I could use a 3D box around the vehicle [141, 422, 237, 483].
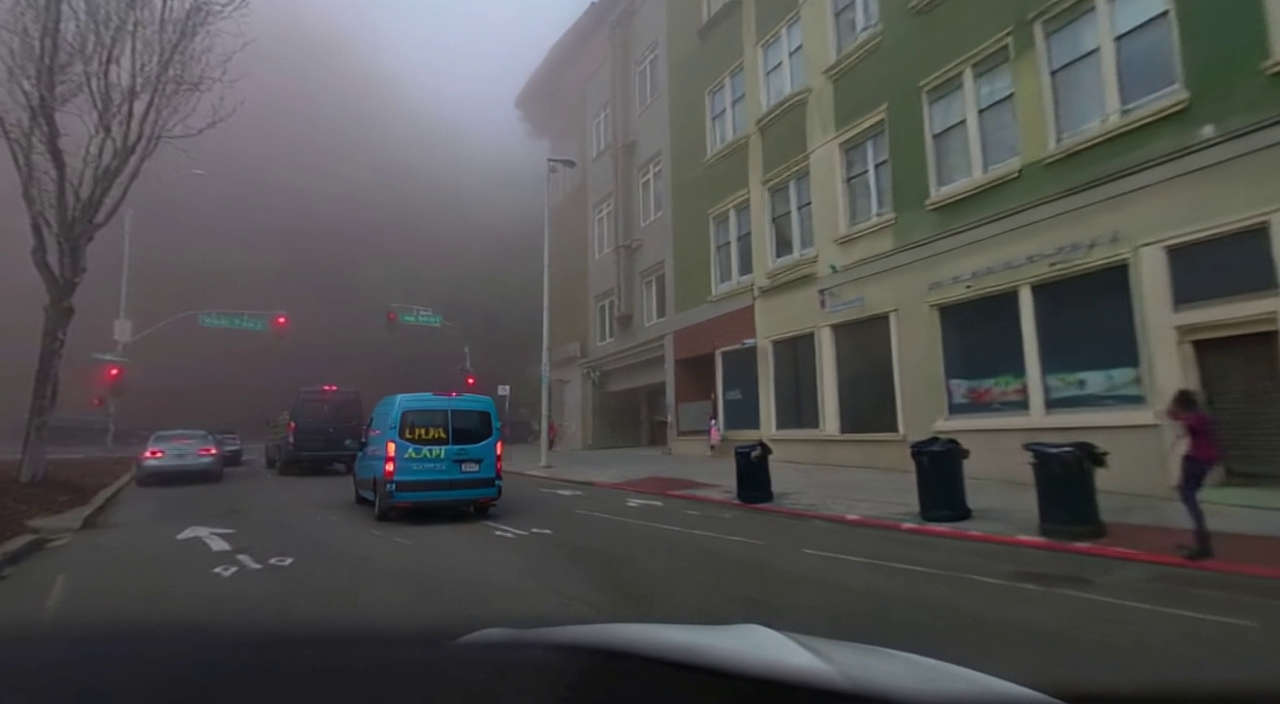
[{"bbox_3d":[-12.155,2.661,17.050,1.841,1.461,3.426,5,-9,-34],"label":"vehicle"}]

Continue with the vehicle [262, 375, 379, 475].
[{"bbox_3d":[-10.490,2.405,20.359,2.333,2.703,6.504,5,-9,-34],"label":"vehicle"}]

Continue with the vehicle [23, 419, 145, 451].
[{"bbox_3d":[-26.291,3.945,29.904,1.657,1.400,3.951,-5,-9,33],"label":"vehicle"}]

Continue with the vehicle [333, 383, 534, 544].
[{"bbox_3d":[-3.422,1.624,9.862,1.951,1.907,4.266,5,-9,-32],"label":"vehicle"}]
